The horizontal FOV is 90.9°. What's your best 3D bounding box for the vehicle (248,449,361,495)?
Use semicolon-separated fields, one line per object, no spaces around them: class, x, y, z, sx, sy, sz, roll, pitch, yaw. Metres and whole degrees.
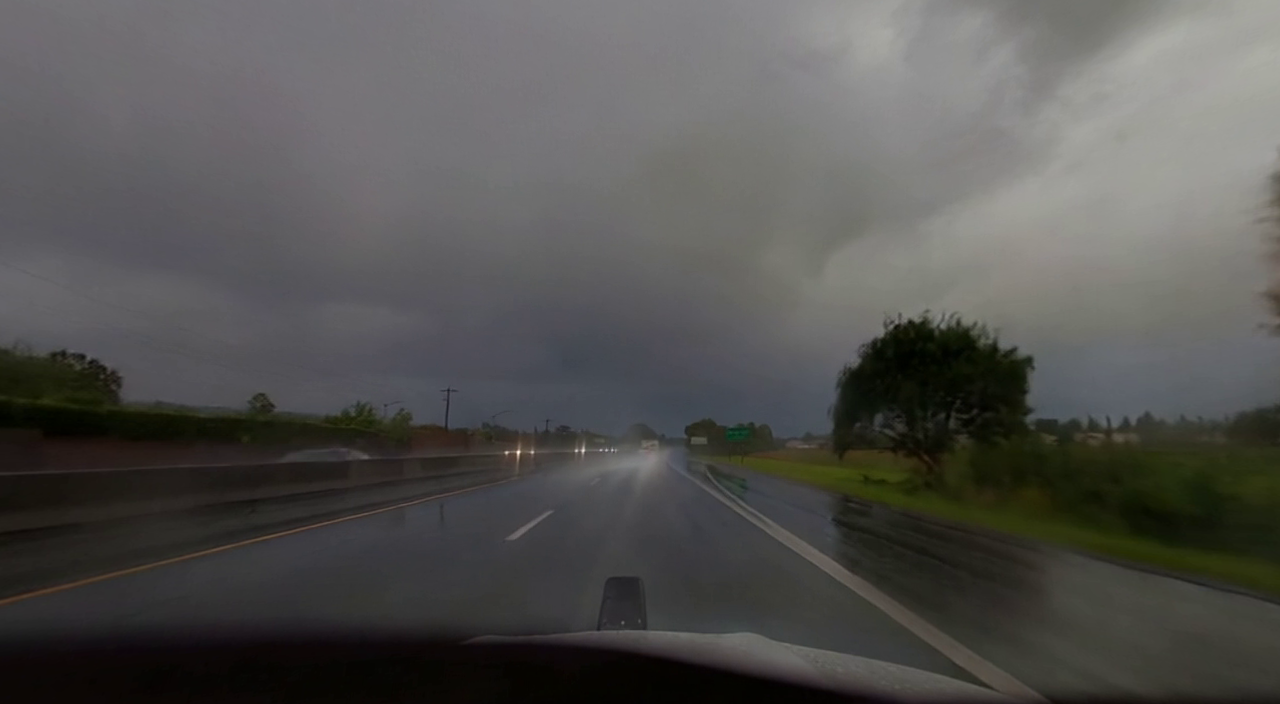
vehicle;-12.998;4.637;24.778;1.952;1.577;4.418;0;-9;0
